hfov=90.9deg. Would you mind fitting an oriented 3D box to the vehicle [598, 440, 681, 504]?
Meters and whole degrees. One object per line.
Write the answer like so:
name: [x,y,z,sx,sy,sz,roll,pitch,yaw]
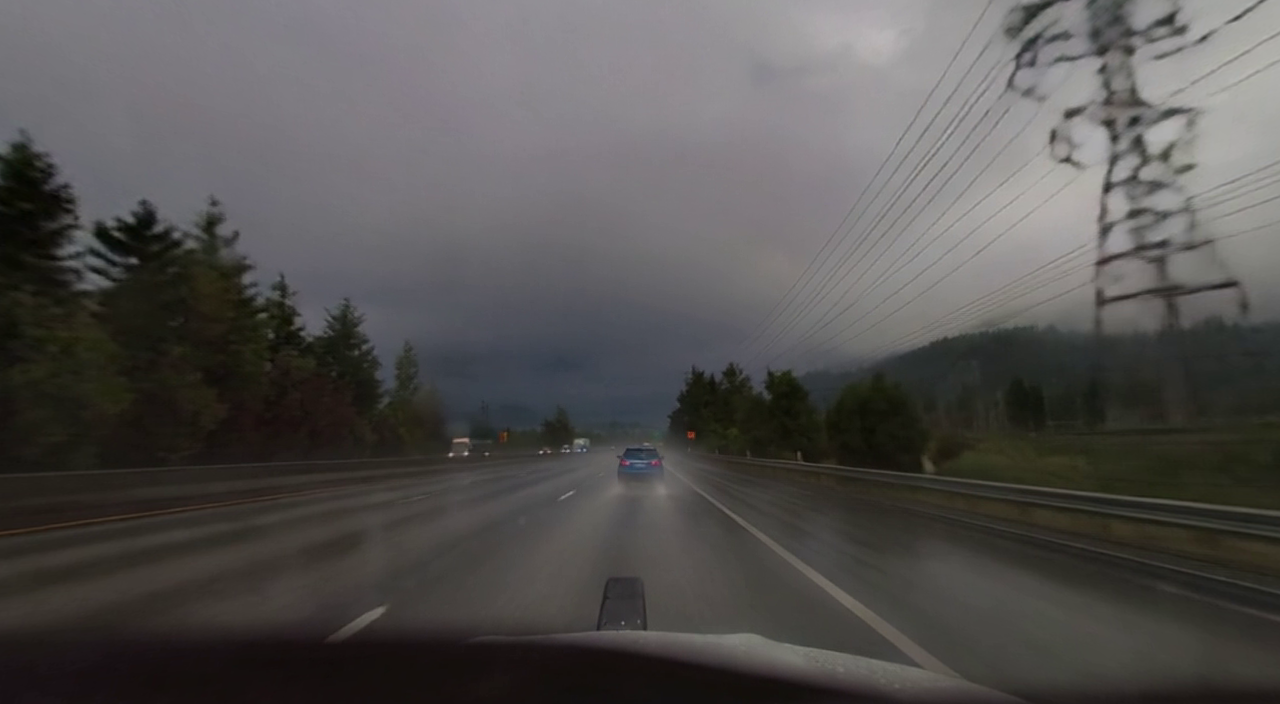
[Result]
vehicle: [-0.043,3.181,17.130,1.966,1.499,4.298,0,-9,-1]
